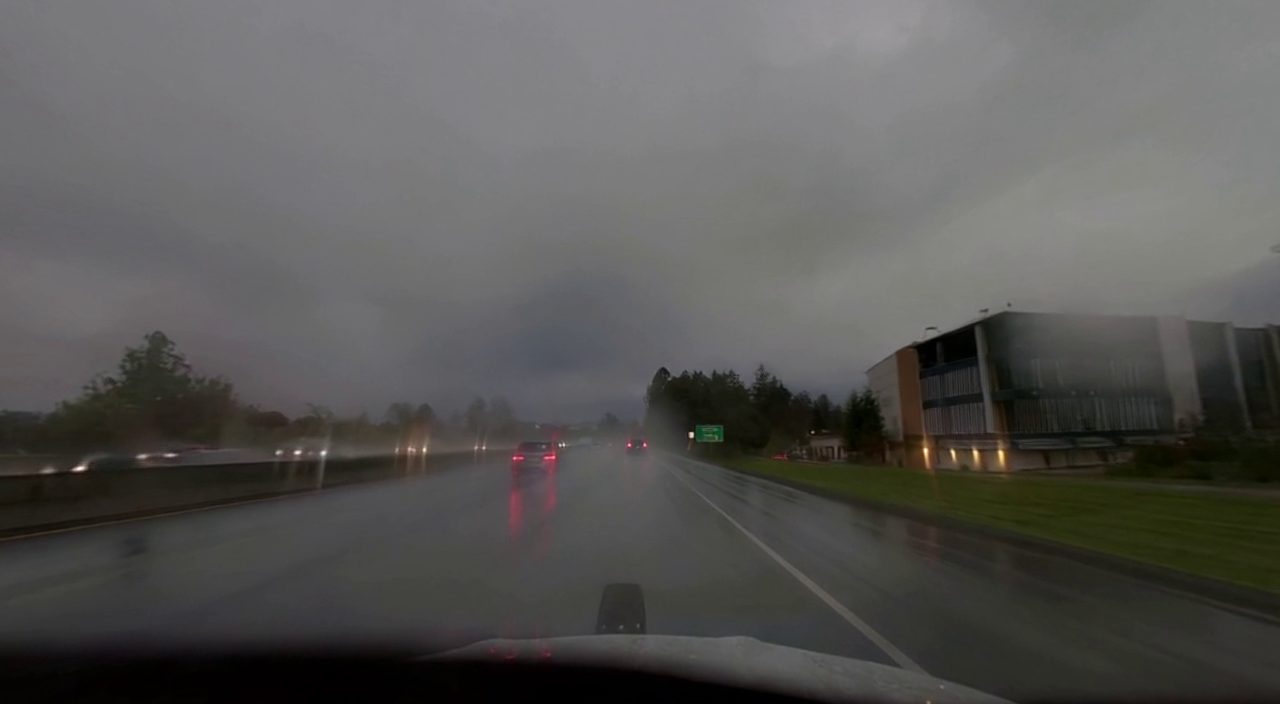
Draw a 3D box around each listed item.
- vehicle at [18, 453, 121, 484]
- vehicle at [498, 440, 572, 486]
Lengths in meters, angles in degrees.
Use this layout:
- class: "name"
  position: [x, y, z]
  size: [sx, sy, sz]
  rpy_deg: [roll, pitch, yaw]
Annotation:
- class: "vehicle"
  position: [-32.199, 6.551, 35.833]
  size: [1.797, 1.616, 4.252]
  rpy_deg: [0, -9, 0]
- class: "vehicle"
  position: [-3.609, 3.887, 22.435]
  size: [1.920, 1.463, 4.134]
  rpy_deg: [0, -8, 0]
